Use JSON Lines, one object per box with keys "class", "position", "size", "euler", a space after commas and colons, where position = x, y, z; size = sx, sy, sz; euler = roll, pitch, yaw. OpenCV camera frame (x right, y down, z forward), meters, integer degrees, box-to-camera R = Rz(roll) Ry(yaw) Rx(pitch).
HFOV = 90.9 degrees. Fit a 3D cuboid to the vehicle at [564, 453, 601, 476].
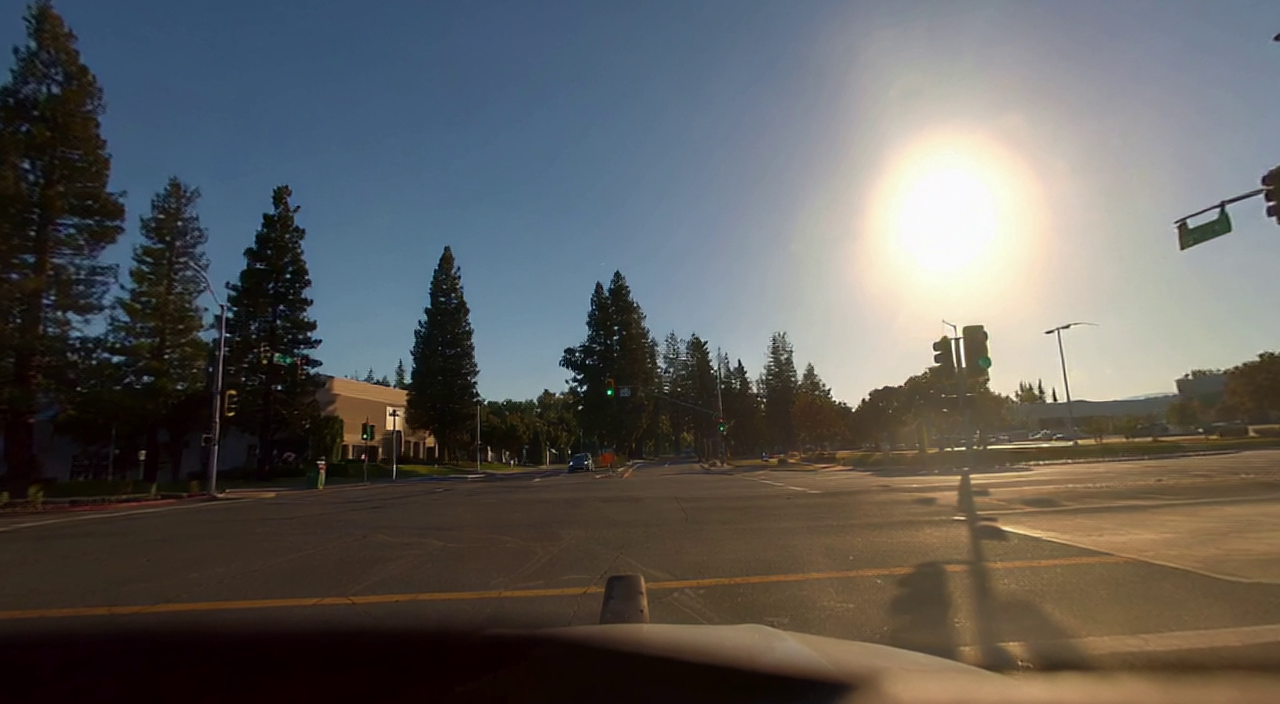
{"class": "vehicle", "position": [-4.464, 8.858, 49.865], "size": [2.030, 1.704, 4.205], "euler": [-1, -8, 7]}
